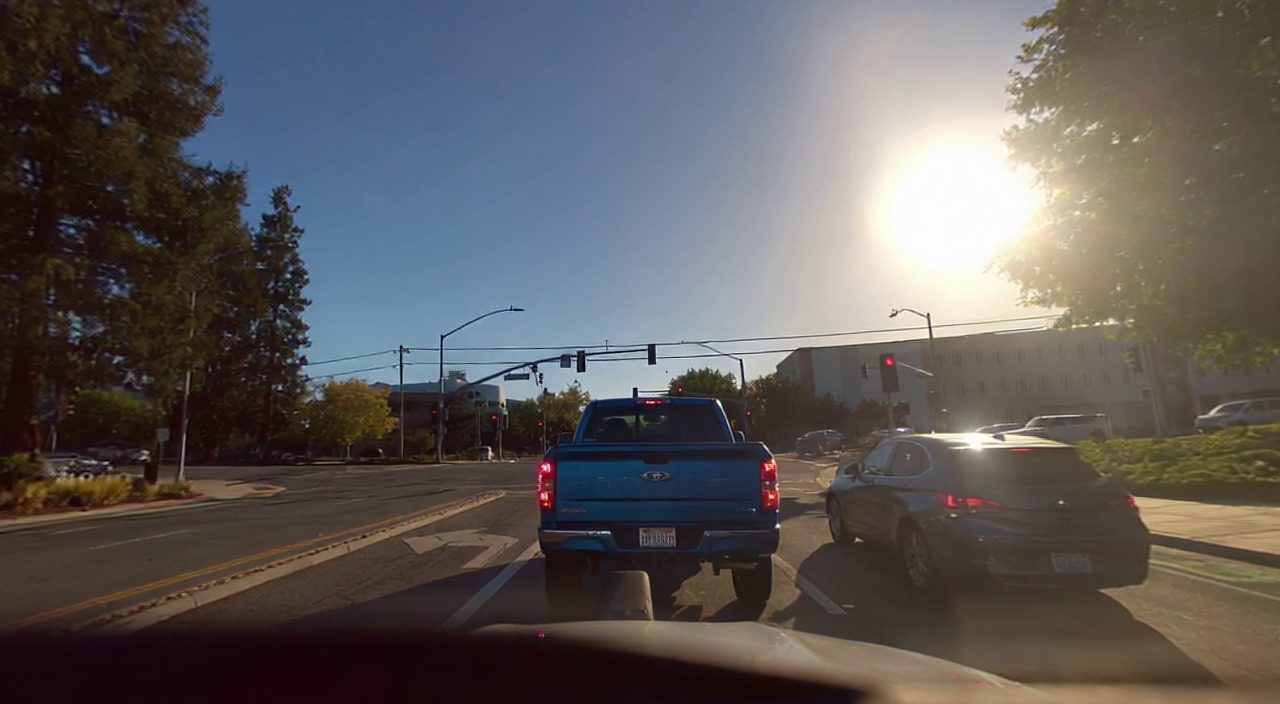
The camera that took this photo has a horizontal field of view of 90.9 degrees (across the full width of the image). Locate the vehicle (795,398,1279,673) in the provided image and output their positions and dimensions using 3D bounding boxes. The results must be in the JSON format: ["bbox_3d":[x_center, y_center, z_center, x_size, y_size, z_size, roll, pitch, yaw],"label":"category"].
[{"bbox_3d":[3.333,1.498,6.496,2.155,1.667,5.162,0,-8,0],"label":"vehicle"}]

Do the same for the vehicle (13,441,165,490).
[{"bbox_3d":[-21.748,4.458,25.193,2.062,1.764,4.508,0,-8,-2],"label":"vehicle"}]

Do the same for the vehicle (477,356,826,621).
[{"bbox_3d":[0.109,1.426,7.582,2.636,2.011,5.425,0,-8,1],"label":"vehicle"}]
